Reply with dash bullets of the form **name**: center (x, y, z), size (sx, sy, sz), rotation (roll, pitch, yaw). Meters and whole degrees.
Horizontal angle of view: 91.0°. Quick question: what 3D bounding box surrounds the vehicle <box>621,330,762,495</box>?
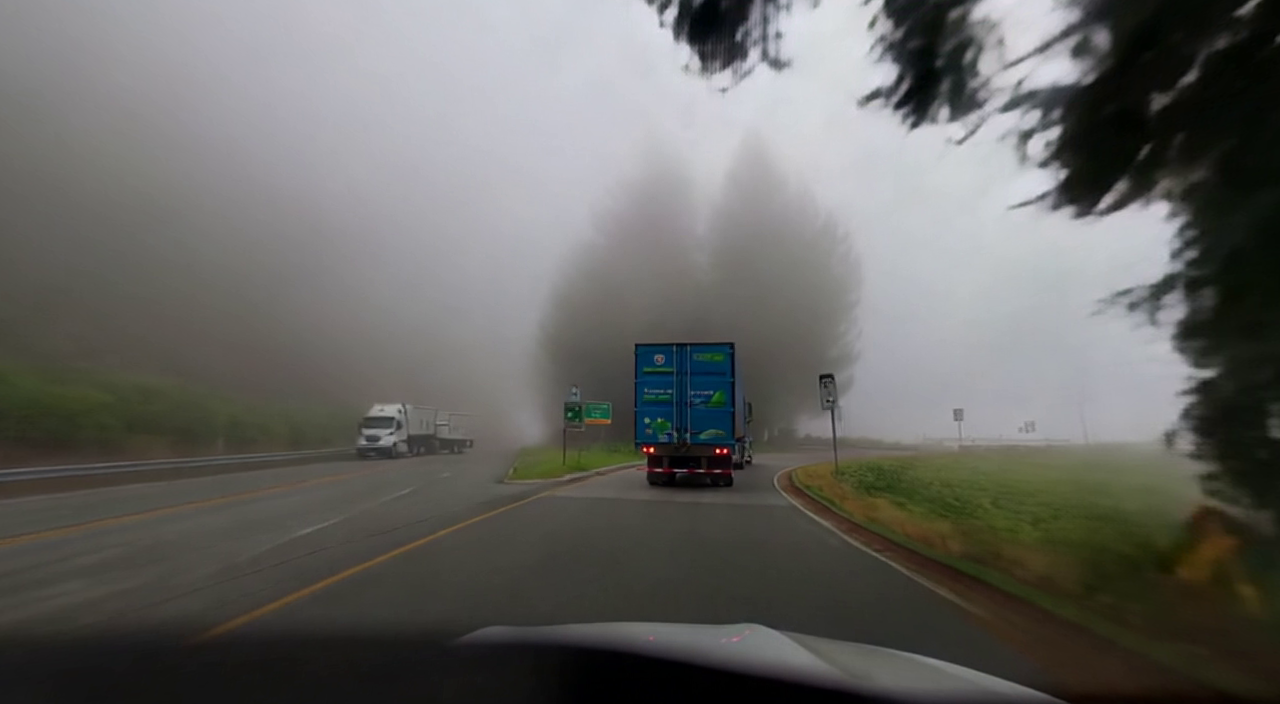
- **vehicle**: center (1.983, 1.984, 18.762), size (2.937, 3.647, 9.344), rotation (-2, -8, 12)

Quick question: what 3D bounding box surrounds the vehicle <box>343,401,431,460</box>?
- **vehicle**: center (-17.002, 5.392, 42.876), size (3.008, 3.708, 6.125), rotation (-1, -8, 5)
